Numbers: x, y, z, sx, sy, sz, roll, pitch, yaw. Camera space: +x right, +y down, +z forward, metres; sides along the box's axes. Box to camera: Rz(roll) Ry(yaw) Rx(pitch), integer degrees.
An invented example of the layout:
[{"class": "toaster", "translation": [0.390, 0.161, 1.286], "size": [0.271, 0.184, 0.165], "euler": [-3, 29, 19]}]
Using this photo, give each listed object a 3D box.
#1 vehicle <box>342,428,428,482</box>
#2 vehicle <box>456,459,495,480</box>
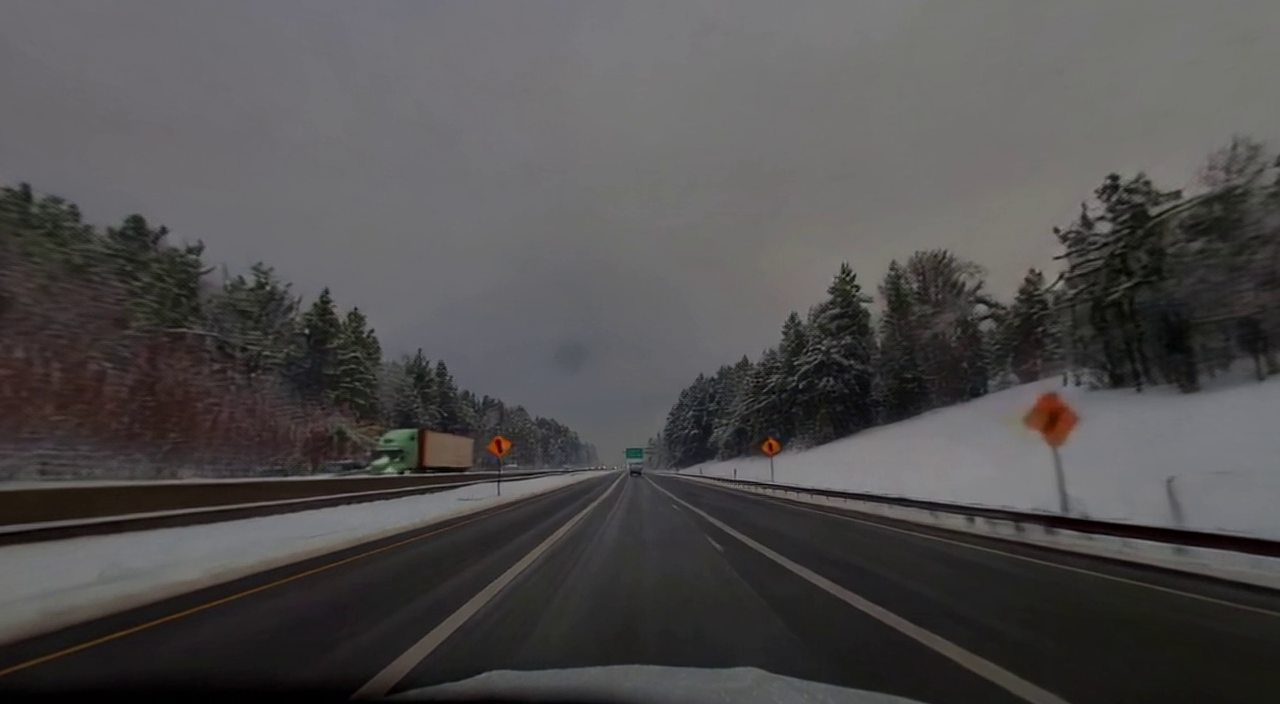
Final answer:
[{"class": "vehicle", "translation": [-16.692, 6.913, 41.873], "size": [2.701, 3.278, 6.997], "euler": [0, -11, 0]}, {"class": "vehicle", "translation": [-12.718, 9.133, 48.987], "size": [1.838, 1.494, 4.195], "euler": [1, -10, 0]}]
